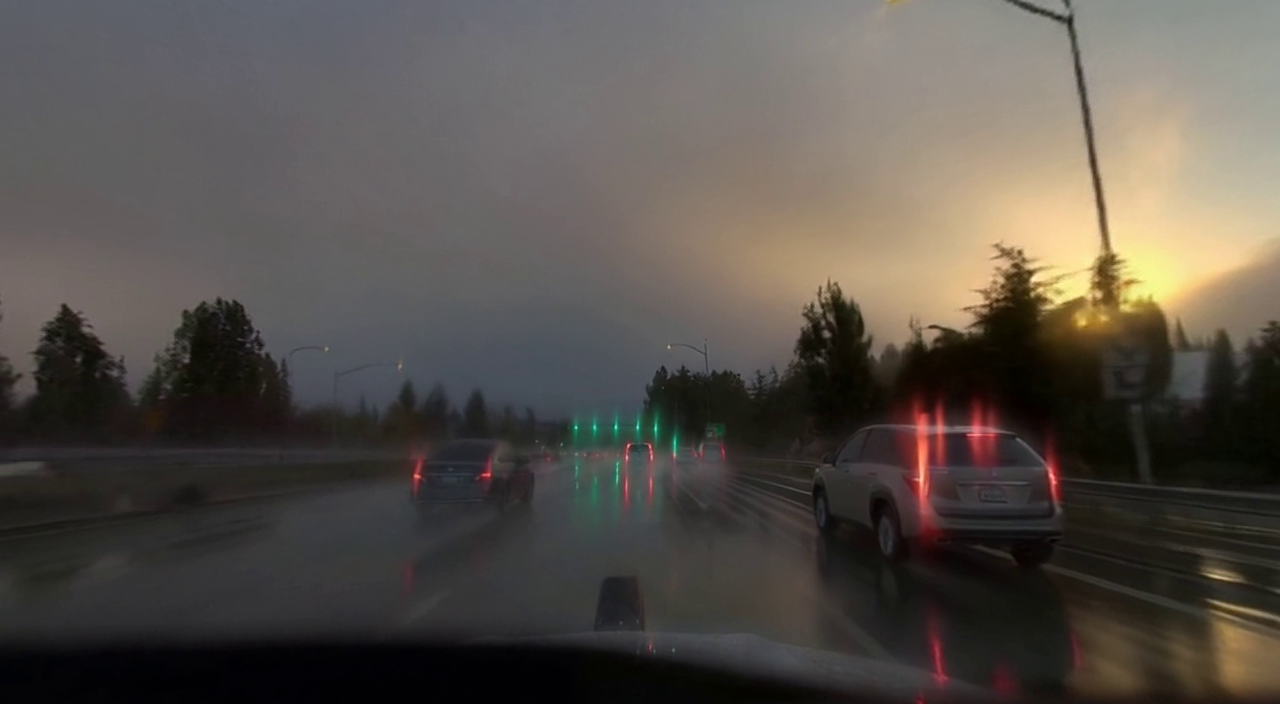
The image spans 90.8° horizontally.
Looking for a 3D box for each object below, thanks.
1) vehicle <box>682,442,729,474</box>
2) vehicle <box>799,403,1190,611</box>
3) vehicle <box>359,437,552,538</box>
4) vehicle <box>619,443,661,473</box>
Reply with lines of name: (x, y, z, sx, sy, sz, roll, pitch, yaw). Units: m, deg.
vehicle: (3.802, 6.249, 37.476, 2.320, 1.735, 4.408, 0, -8, 0)
vehicle: (3.534, 1.616, 7.592, 2.029, 1.716, 4.545, 0, -8, 0)
vehicle: (-3.156, 2.412, 12.066, 2.130, 1.514, 4.766, 0, -8, 1)
vehicle: (0.037, 6.437, 38.723, 2.408, 1.748, 4.217, 0, -8, 1)
